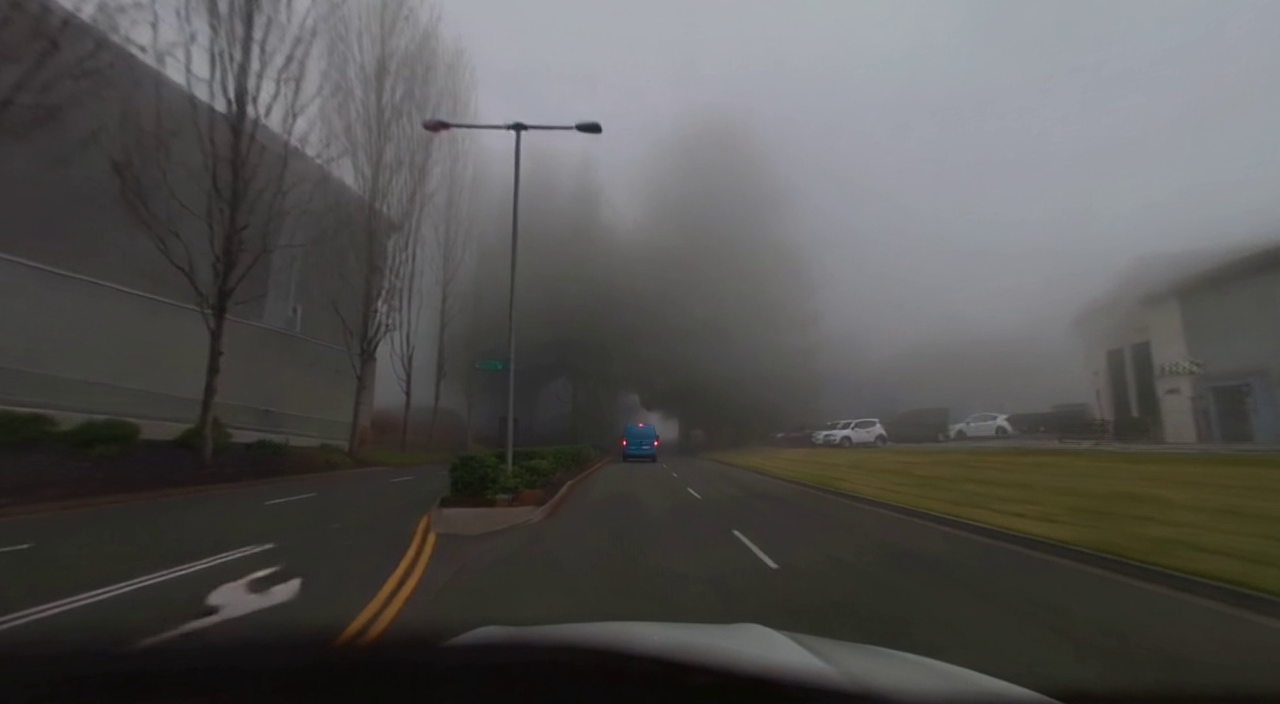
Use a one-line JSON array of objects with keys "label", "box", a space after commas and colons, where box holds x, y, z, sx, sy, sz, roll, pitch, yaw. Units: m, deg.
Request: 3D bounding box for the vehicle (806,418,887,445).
[{"label": "vehicle", "box": [12.434, 4.822, 38.136, 4.184, 1.578, 1.976, 1, -8, -3]}]

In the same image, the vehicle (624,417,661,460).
[{"label": "vehicle", "box": [0.108, 5.998, 43.759, 2.435, 2.816, 5.232, 0, -8, -1]}]

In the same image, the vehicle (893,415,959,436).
[{"label": "vehicle", "box": [22.579, 5.809, 49.857, 4.287, 1.575, 1.931, 1, -8, 1]}]
